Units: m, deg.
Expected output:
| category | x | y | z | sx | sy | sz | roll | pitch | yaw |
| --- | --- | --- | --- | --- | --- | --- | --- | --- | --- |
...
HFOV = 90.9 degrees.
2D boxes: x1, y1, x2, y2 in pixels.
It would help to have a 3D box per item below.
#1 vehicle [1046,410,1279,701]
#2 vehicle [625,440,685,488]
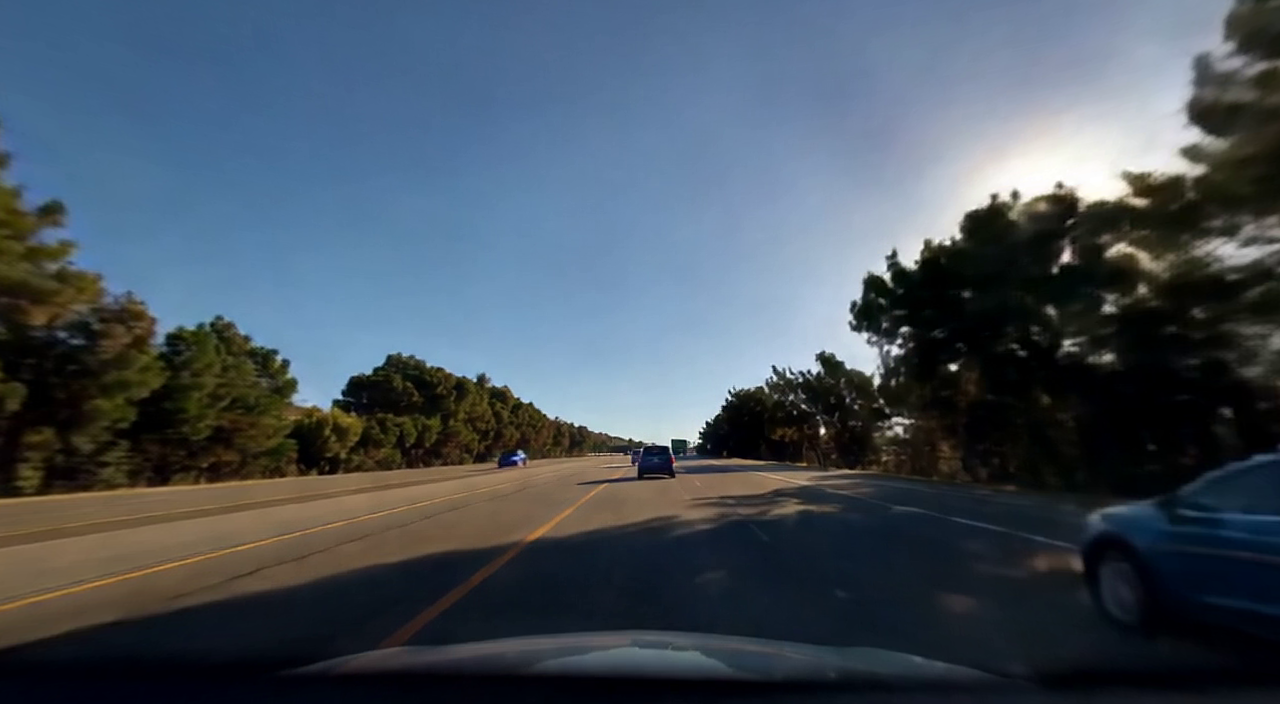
| category | x | y | z | sx | sy | sz | roll | pitch | yaw |
| --- | --- | --- | --- | --- | --- | --- | --- | --- | --- |
| vehicle | 4.242 | 0.989 | 2.858 | 1.864 | 1.489 | 4.379 | 0 | -9 | 0 |
| vehicle | 0.576 | 4.405 | 25.063 | 2.190 | 1.706 | 4.062 | 0 | -9 | 1 |
